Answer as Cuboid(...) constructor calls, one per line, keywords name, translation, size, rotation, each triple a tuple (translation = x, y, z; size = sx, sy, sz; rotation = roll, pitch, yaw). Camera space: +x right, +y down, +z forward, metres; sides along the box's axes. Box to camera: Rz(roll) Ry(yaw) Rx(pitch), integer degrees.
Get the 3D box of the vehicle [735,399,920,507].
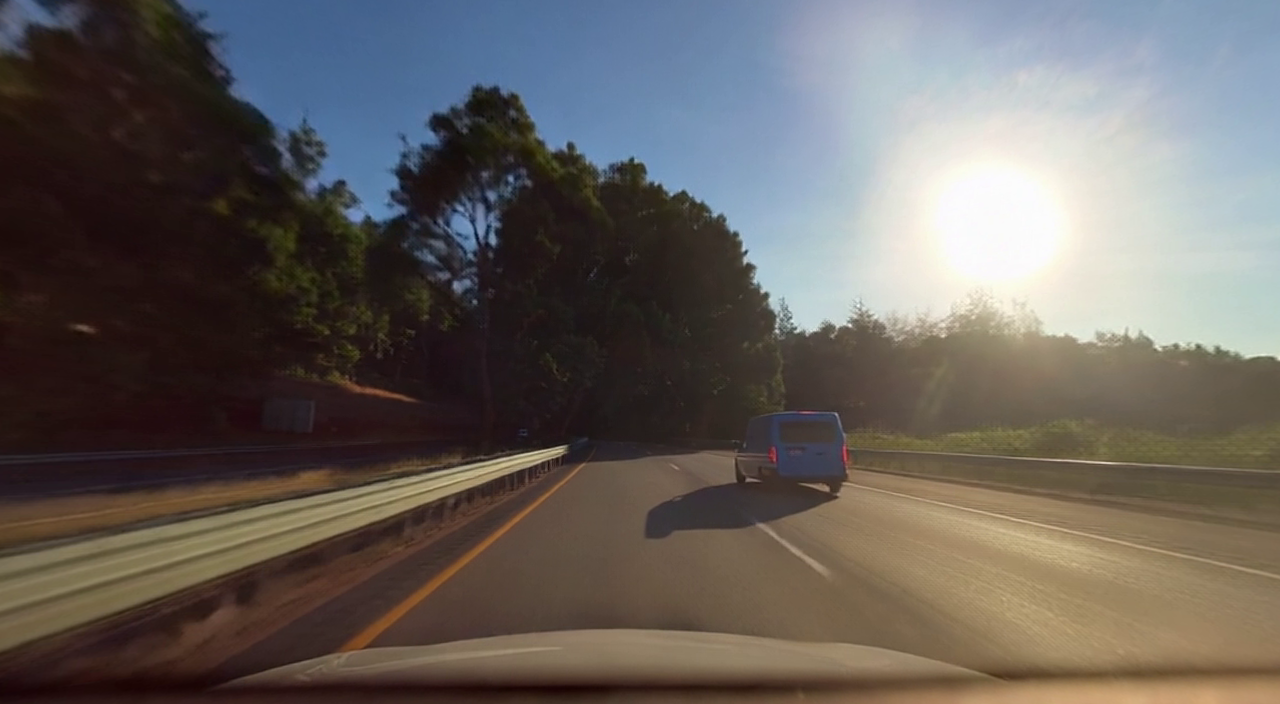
Cuboid(name="vehicle", translation=(3.500, 1.992, 12.901), size=(2.240, 1.801, 4.545), rotation=(0, -8, -2))
